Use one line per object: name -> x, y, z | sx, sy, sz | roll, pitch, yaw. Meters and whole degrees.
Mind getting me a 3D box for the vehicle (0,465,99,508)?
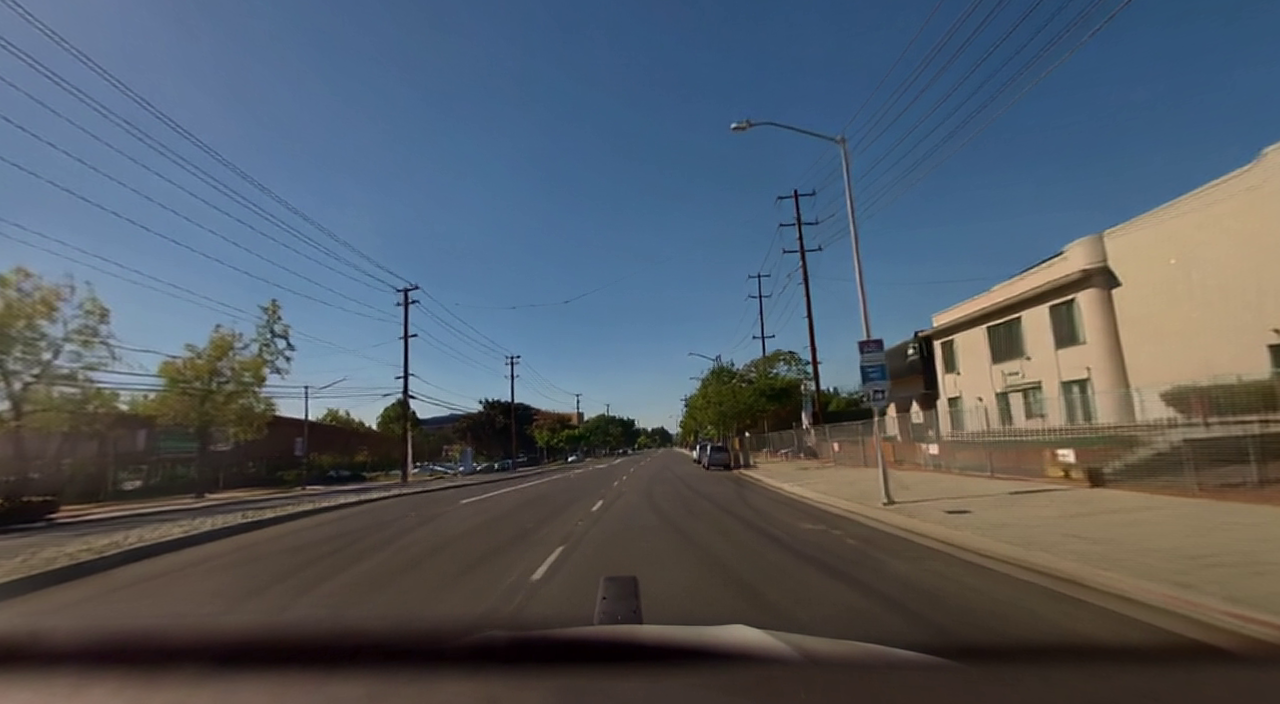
vehicle -> -32.023, 7.115, 33.324 | 4.902, 1.635, 2.098 | -6, -8, -15
